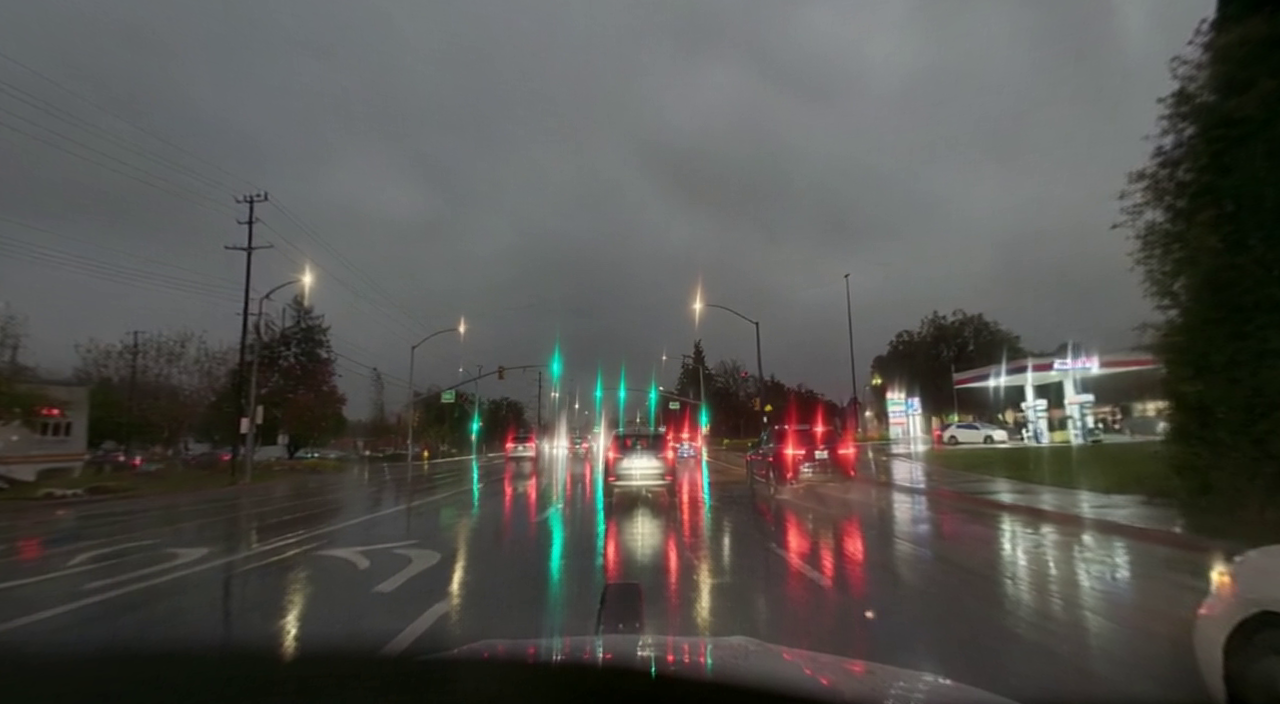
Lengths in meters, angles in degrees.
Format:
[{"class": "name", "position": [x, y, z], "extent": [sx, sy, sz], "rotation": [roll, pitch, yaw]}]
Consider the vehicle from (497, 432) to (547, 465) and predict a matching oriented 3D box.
[{"class": "vehicle", "position": [-6.573, 5.430, 35.718], "extent": [1.994, 1.695, 4.471], "rotation": [0, -8, 0]}]

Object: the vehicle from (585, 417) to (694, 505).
[{"class": "vehicle", "position": [-0.092, 2.446, 14.505], "extent": [2.164, 1.718, 3.881], "rotation": [0, -8, -2]}]

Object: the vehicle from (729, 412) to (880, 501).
[{"class": "vehicle", "position": [3.695, 2.492, 15.386], "extent": [2.116, 1.791, 5.006], "rotation": [0, -8, -3]}]

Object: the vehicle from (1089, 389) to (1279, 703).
[{"class": "vehicle", "position": [3.338, 0.691, 1.059], "extent": [1.904, 1.472, 4.358], "rotation": [0, -8, -1]}]

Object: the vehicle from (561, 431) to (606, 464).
[{"class": "vehicle", "position": [-3.163, 5.489, 36.353], "extent": [2.155, 1.745, 4.248], "rotation": [0, -8, 0]}]
